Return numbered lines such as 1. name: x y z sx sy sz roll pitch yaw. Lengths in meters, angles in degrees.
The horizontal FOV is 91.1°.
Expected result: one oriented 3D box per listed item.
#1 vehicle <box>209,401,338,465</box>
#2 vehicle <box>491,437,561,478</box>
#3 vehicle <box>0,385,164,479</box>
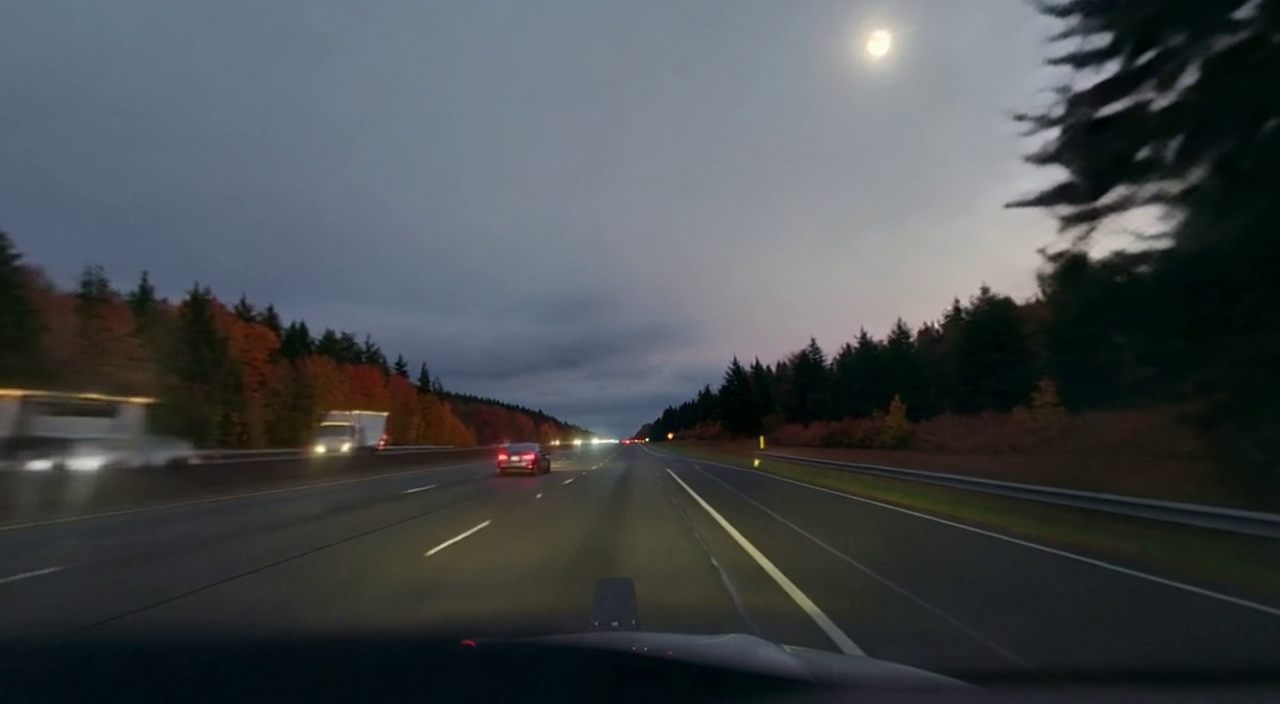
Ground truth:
1. vehicle: -25.390 5.742 44.439 3.011 3.956 10.117 0 -8 0
2. vehicle: -4.564 4.264 25.801 2.004 1.497 4.260 0 -8 1
3. vehicle: -29.127 3.740 29.357 2.892 4.037 14.067 0 -8 0
